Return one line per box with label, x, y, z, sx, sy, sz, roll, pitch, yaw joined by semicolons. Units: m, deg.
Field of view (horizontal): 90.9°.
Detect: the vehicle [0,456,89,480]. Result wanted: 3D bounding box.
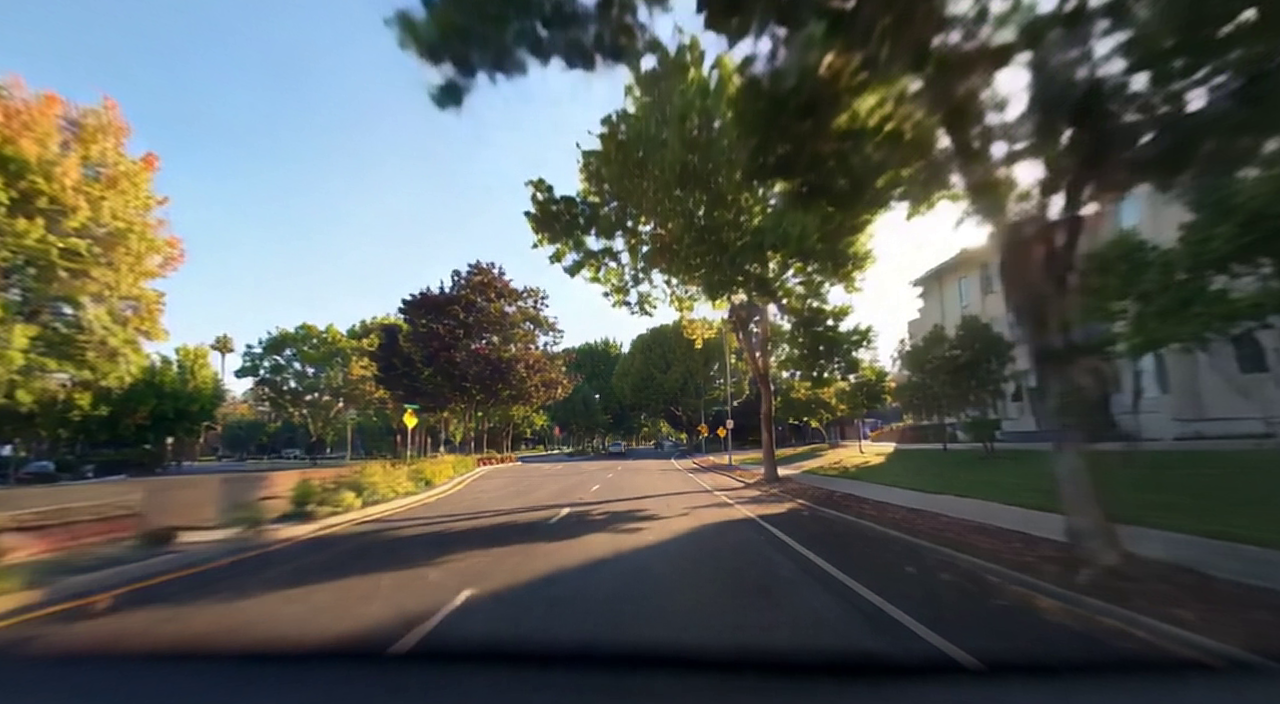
vehicle;-43.182;8.224;44.969;2.138;1.434;5.611;1;-8;8
